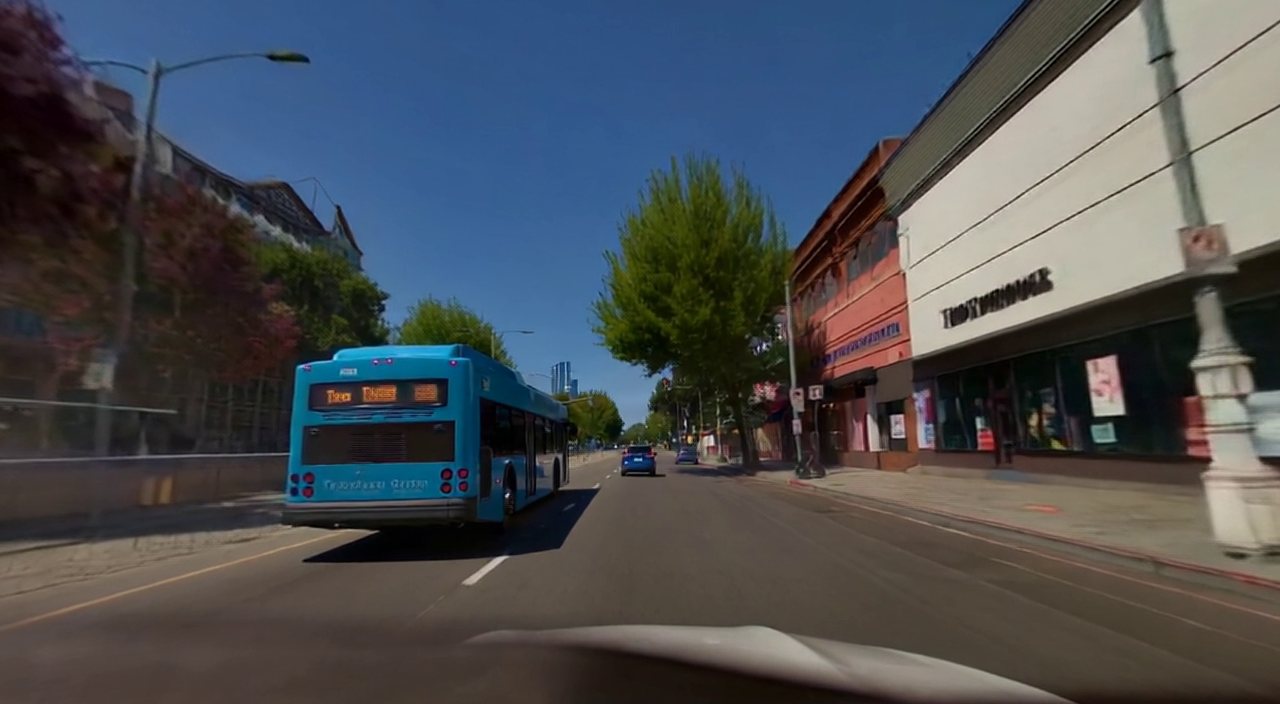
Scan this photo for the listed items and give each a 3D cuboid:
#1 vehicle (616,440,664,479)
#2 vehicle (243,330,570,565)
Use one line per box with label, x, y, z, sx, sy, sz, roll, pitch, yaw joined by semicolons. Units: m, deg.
vehicle;0.042;5.051;29.853;2.120;1.727;3.917;0;-9;1
vehicle;-3.353;1.742;12.151;2.920;2.884;8.588;0;-8;1
